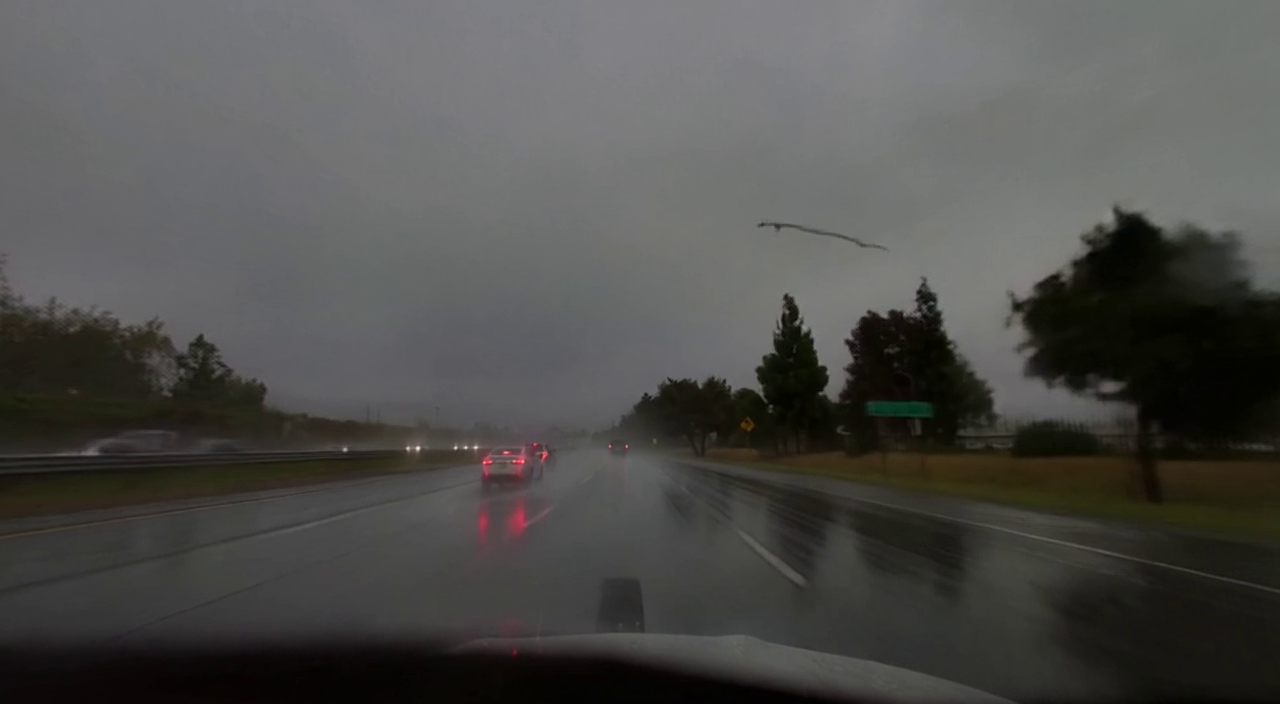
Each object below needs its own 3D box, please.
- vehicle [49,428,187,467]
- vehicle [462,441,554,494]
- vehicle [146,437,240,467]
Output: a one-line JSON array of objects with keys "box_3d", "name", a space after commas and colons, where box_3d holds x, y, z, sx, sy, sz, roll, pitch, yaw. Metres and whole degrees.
[{"box_3d": [-29.223, 5.413, 35.779, 2.609, 2.014, 6.121, 0, -9, -1], "name": "vehicle"}, {"box_3d": [-4.164, 3.712, 20.743, 2.073, 1.516, 4.478, 0, -9, 0], "name": "vehicle"}, {"box_3d": [-25.498, 5.735, 36.275, 1.940, 1.597, 4.711, 0, -9, -1], "name": "vehicle"}]
